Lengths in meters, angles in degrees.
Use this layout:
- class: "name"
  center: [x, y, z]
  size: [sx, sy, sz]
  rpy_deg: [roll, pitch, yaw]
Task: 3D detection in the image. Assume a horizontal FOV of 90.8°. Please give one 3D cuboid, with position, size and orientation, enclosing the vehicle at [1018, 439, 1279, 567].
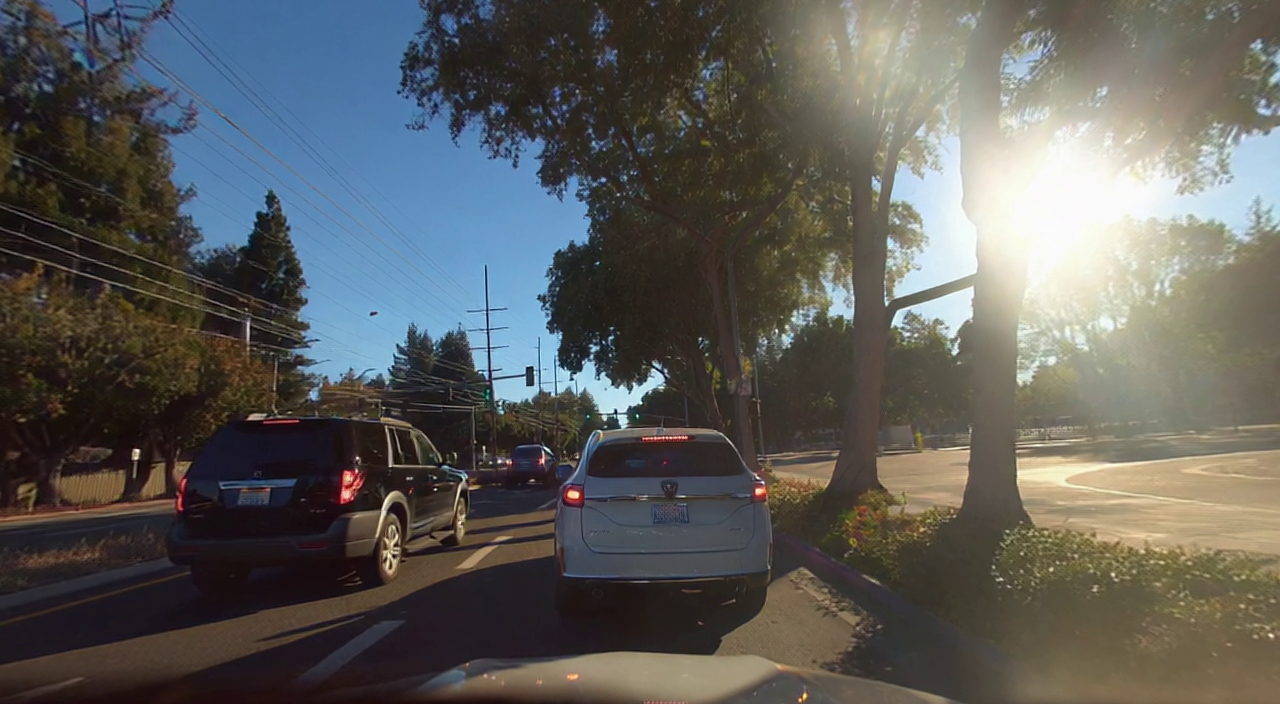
- class: "vehicle"
  center: [8.382, 2.161, 9.933]
  size: [1.993, 1.508, 4.521]
  rpy_deg: [0, -9, -1]

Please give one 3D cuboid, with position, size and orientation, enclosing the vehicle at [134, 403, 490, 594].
- class: "vehicle"
  center: [-3.475, 1.645, 7.923]
  size: [2.105, 1.706, 4.337]
  rpy_deg: [0, -9, 0]

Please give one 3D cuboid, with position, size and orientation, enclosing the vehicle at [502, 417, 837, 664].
- class: "vehicle"
  center: [0.114, 1.451, 5.952]
  size: [2.056, 1.487, 4.003]
  rpy_deg: [0, -9, -2]
